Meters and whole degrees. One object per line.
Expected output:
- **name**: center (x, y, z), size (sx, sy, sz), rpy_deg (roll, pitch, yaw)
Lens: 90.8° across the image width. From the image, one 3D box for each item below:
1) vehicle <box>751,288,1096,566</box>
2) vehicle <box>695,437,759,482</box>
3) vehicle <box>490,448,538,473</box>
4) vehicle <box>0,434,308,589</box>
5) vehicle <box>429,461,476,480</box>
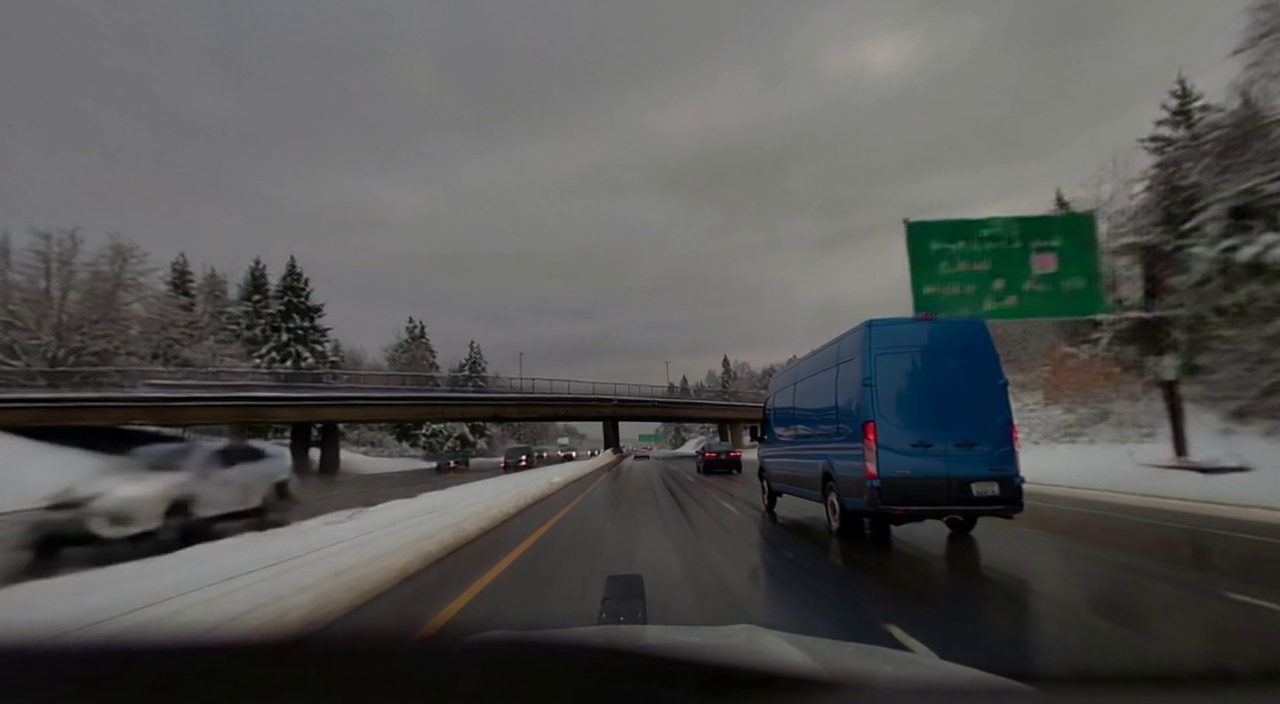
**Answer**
- **vehicle**: center (3.776, 1.334, 10.616), size (2.460, 3.155, 6.902), rpy_deg (0, -9, -1)
- **vehicle**: center (3.565, 4.507, 26.583), size (2.009, 1.731, 4.149), rpy_deg (0, -9, -1)
- **vehicle**: center (-7.641, 6.601, 38.623), size (1.947, 1.385, 4.291), rpy_deg (0, -9, 1)
- **vehicle**: center (-8.013, 2.351, 10.428), size (1.909, 1.821, 5.661), rpy_deg (0, -9, 0)
- **vehicle**: center (-11.442, 7.239, 38.845), size (1.563, 1.002, 4.410), rpy_deg (0, -9, 0)
